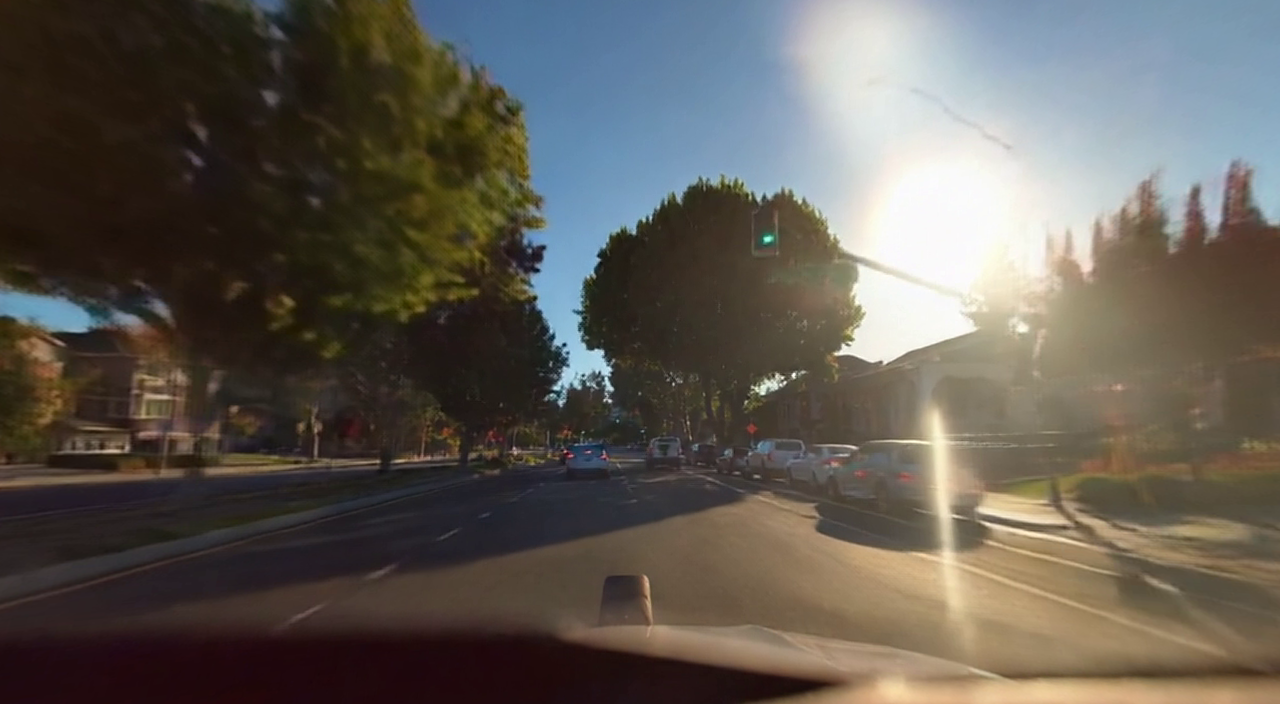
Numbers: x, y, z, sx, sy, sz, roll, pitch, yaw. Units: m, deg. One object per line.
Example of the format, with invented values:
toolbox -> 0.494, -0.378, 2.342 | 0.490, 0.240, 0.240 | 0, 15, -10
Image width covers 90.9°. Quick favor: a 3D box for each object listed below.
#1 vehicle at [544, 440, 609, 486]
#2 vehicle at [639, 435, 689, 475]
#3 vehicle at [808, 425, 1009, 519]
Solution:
vehicle -> -2.181, 3.951, 22.771 | 2.140, 1.474, 4.026 | 0, -8, -3
vehicle -> 1.080, 4.993, 30.800 | 2.073, 1.822, 4.276 | 0, -8, -3
vehicle -> 6.077, 2.832, 15.290 | 2.184, 1.786, 5.497 | 2, -9, -4
